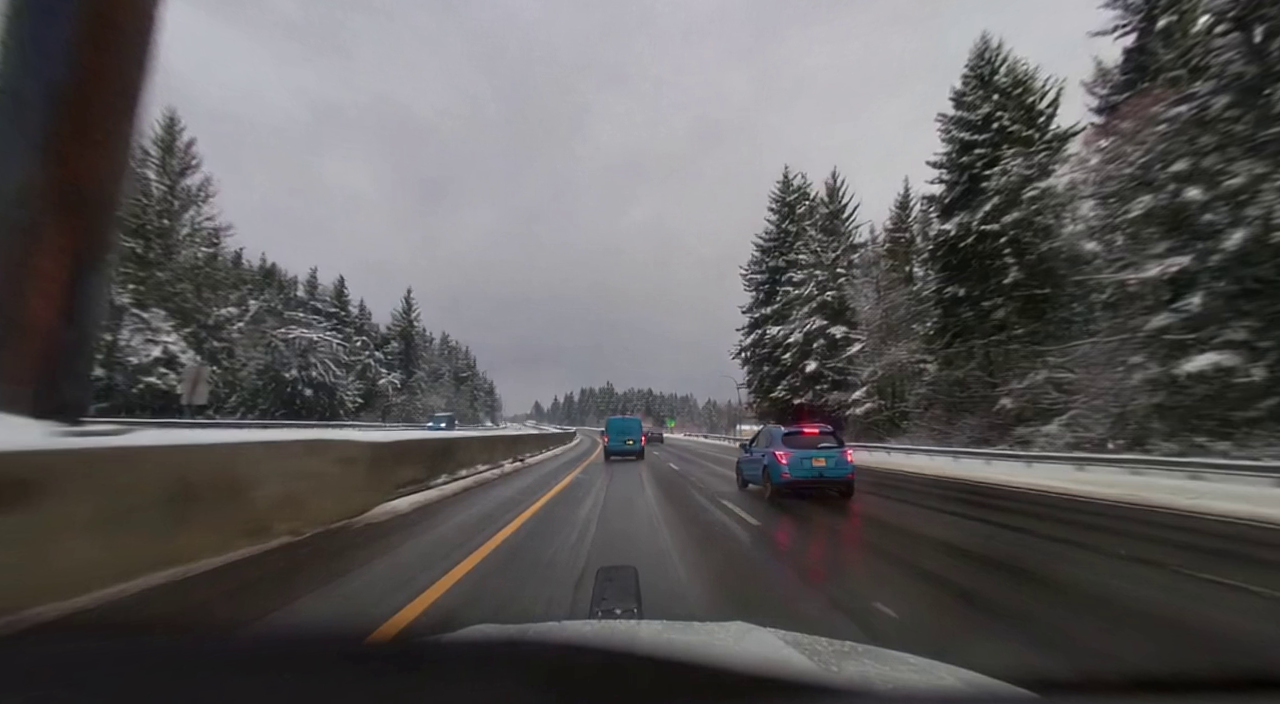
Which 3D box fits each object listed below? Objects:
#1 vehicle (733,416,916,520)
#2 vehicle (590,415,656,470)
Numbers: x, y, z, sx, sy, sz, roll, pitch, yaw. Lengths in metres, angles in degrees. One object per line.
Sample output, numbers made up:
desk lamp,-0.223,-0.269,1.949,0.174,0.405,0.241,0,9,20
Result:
vehicle,3.172,2.079,11.855,2.078,1.600,4.012,0,-8,-2
vehicle,-0.663,3.619,25.472,2.403,1.994,4.683,0,-8,-1
